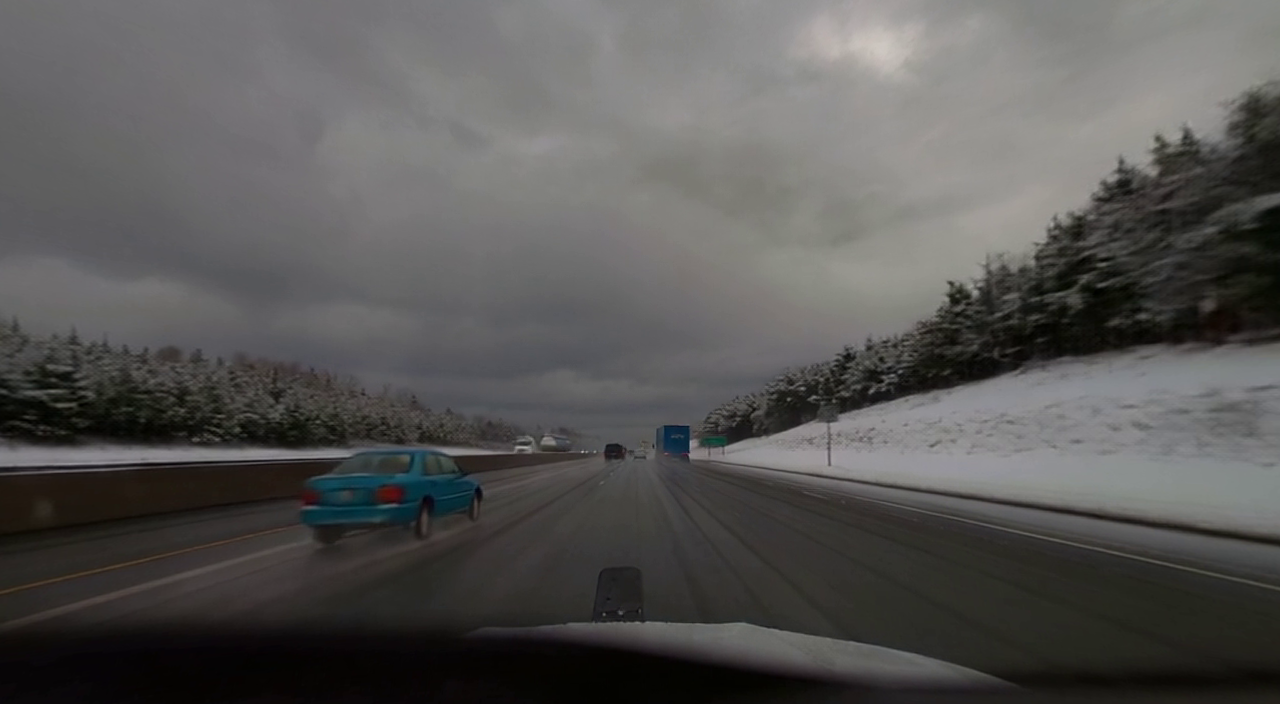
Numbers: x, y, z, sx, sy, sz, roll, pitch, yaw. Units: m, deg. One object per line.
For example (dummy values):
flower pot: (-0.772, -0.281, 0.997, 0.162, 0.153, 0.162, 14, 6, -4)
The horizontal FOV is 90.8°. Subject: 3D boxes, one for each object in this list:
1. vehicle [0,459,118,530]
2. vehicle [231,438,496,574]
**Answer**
vehicle: (-15.150, 3.392, 15.183, 1.786, 1.510, 3.926, 0, -9, 0)
vehicle: (-3.562, 2.040, 9.099, 2.013, 1.498, 3.908, -1, -9, 1)
